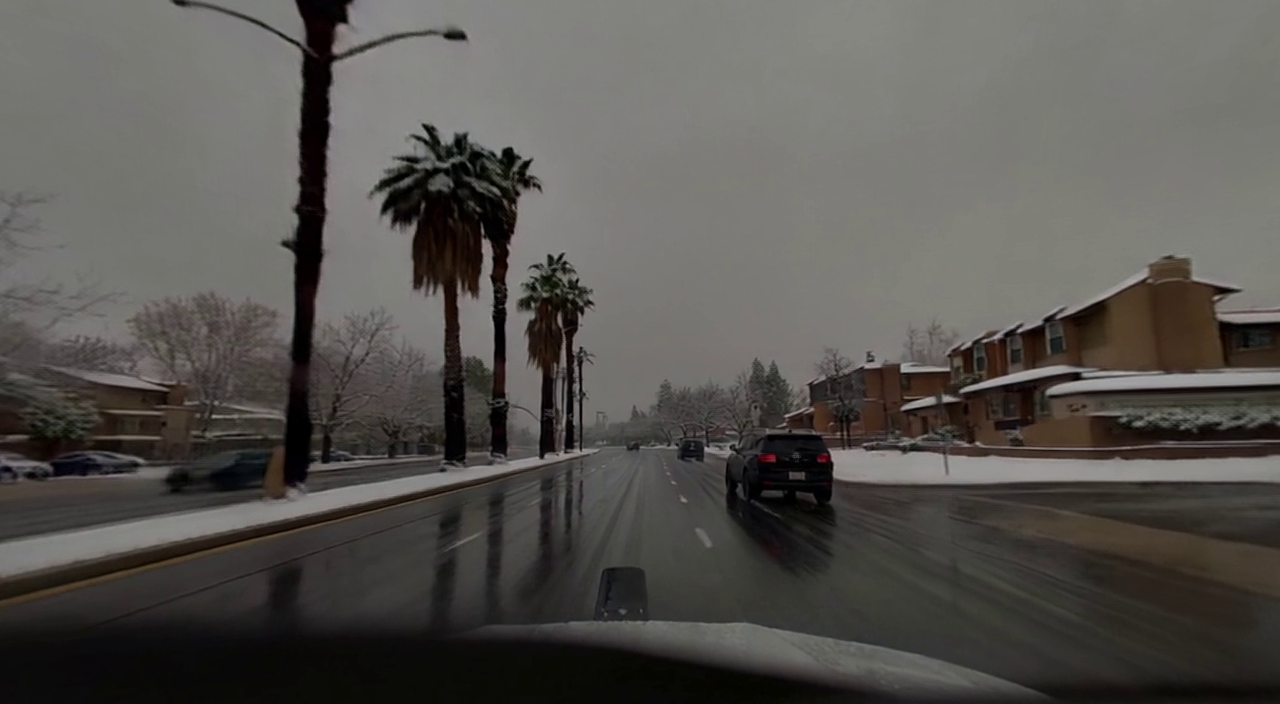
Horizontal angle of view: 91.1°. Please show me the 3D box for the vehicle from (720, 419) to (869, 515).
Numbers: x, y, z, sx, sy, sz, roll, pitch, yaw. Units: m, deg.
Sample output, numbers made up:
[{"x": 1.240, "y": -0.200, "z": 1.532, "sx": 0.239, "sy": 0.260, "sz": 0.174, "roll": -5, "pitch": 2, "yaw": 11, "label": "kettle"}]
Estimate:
[{"x": 3.227, "y": 2.521, "z": 14.287, "sx": 2.195, "sy": 1.804, "sz": 4.658, "roll": 0, "pitch": -8, "yaw": 0, "label": "vehicle"}]

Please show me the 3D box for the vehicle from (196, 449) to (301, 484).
[{"x": -18.530, "y": 5.428, "z": 30.006, "sx": 1.900, "sy": 1.476, "sz": 4.746, "roll": 0, "pitch": -8, "yaw": 1, "label": "vehicle"}]

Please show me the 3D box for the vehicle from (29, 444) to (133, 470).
[{"x": -35.342, "y": 6.633, "z": 39.774, "sx": 4.684, "sy": 1.531, "sz": 2.188, "roll": -1, "pitch": -8, "yaw": 5, "label": "vehicle"}]
